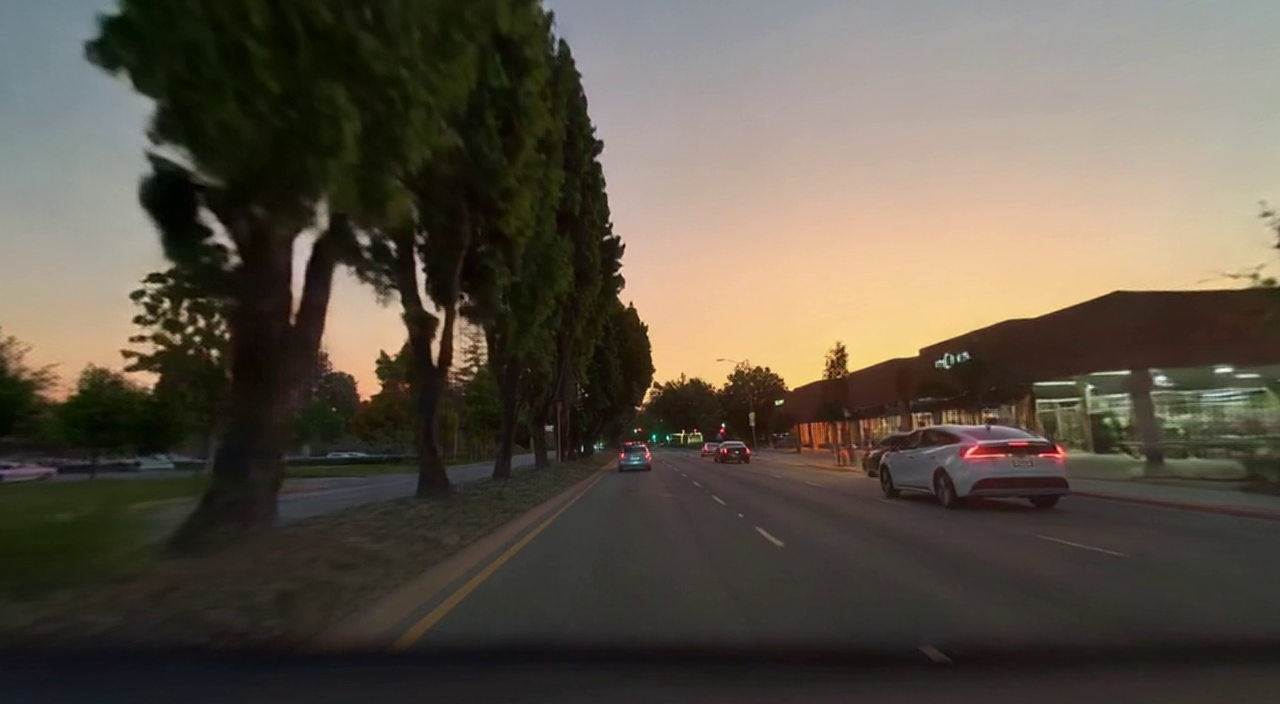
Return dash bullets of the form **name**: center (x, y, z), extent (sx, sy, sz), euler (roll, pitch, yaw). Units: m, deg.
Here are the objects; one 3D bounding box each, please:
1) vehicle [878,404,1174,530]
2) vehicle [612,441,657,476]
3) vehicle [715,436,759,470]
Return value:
- **vehicle**: center (7.062, 2.200, 12.662), extent (2.240, 1.923, 5.678), euler (0, -8, -1)
- **vehicle**: center (-0.273, 5.111, 30.479), extent (2.037, 1.568, 3.693), euler (0, -8, 0)
- **vehicle**: center (5.728, 6.002, 37.687), extent (1.955, 1.845, 4.538), euler (-1, -8, 1)
